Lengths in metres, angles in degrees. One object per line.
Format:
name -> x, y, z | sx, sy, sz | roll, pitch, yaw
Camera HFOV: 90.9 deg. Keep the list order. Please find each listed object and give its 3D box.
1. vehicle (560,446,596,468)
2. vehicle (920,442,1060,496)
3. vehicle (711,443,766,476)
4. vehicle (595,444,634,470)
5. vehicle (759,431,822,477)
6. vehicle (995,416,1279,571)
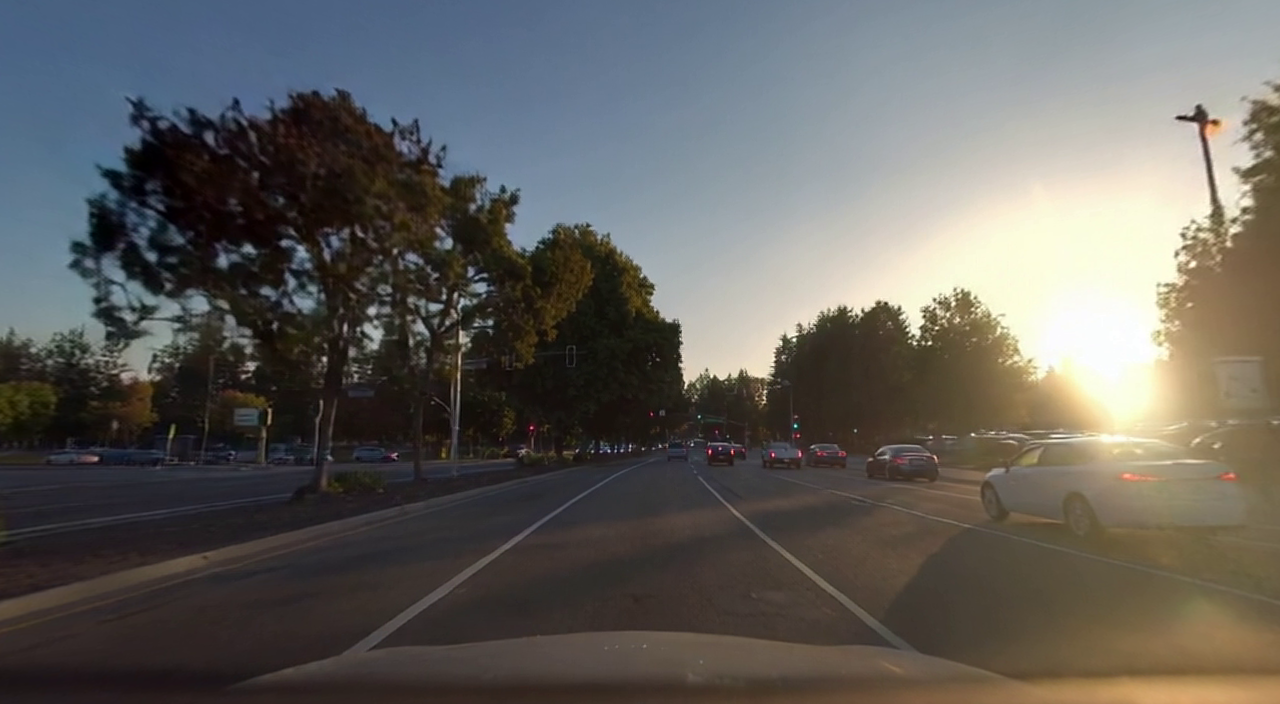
vehicle -> -4.609, 7.903, 47.512 | 2.004, 1.529, 4.319 | -1, -9, 5
vehicle -> 11.138, 3.724, 20.507 | 1.963, 1.513, 4.600 | 0, -9, 1
vehicle -> 5.030, 5.564, 32.952 | 2.292, 1.563, 4.734 | -1, -8, 3
vehicle -> -1.551, 6.602, 39.784 | 1.958, 1.542, 4.175 | -1, -9, 5
vehicle -> 7.872, 5.393, 33.605 | 2.186, 2.202, 5.426 | 0, -9, 2
vehicle -> 7.402, 1.815, 9.025 | 2.051, 1.620, 4.702 | -1, -8, 3
